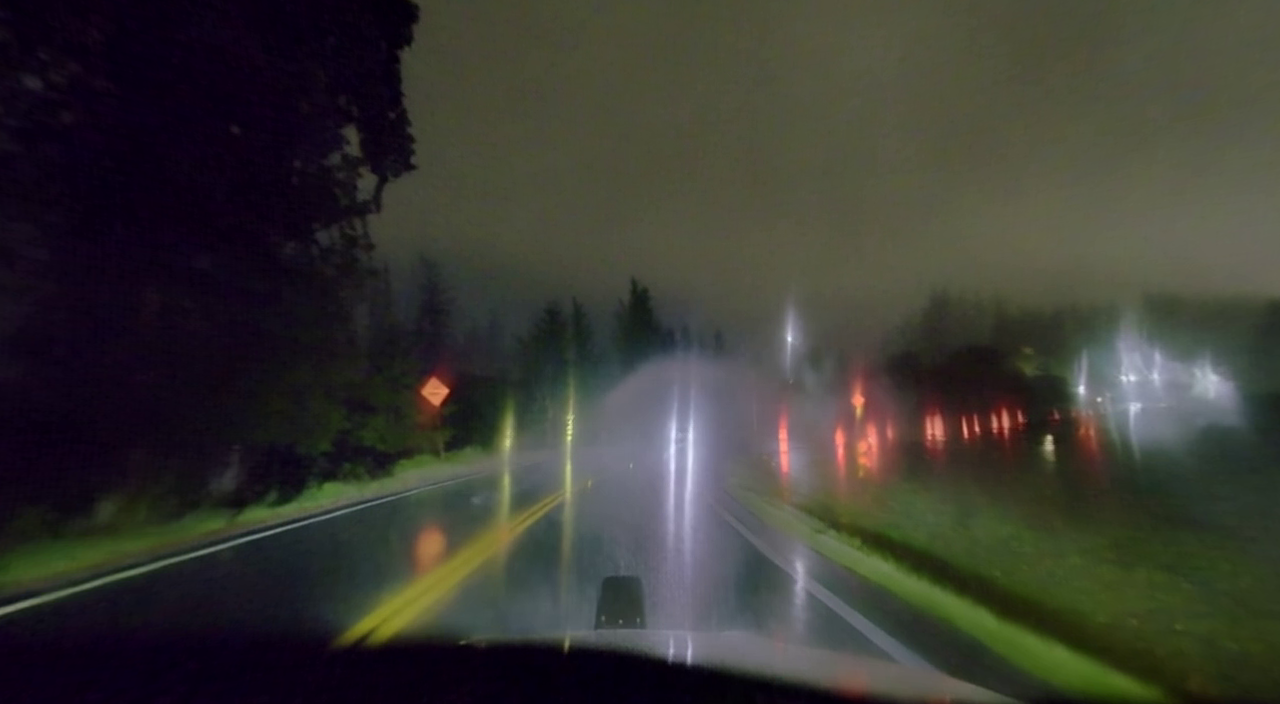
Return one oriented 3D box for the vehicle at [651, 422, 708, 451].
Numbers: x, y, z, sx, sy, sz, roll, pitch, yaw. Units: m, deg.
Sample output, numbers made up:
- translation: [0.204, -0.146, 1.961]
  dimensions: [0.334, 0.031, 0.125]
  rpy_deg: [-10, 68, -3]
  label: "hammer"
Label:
- translation: [2.856, 6.032, 44.721]
  dimensions: [2.095, 1.939, 4.857]
  rpy_deg: [-5, -10, 30]
  label: "vehicle"
